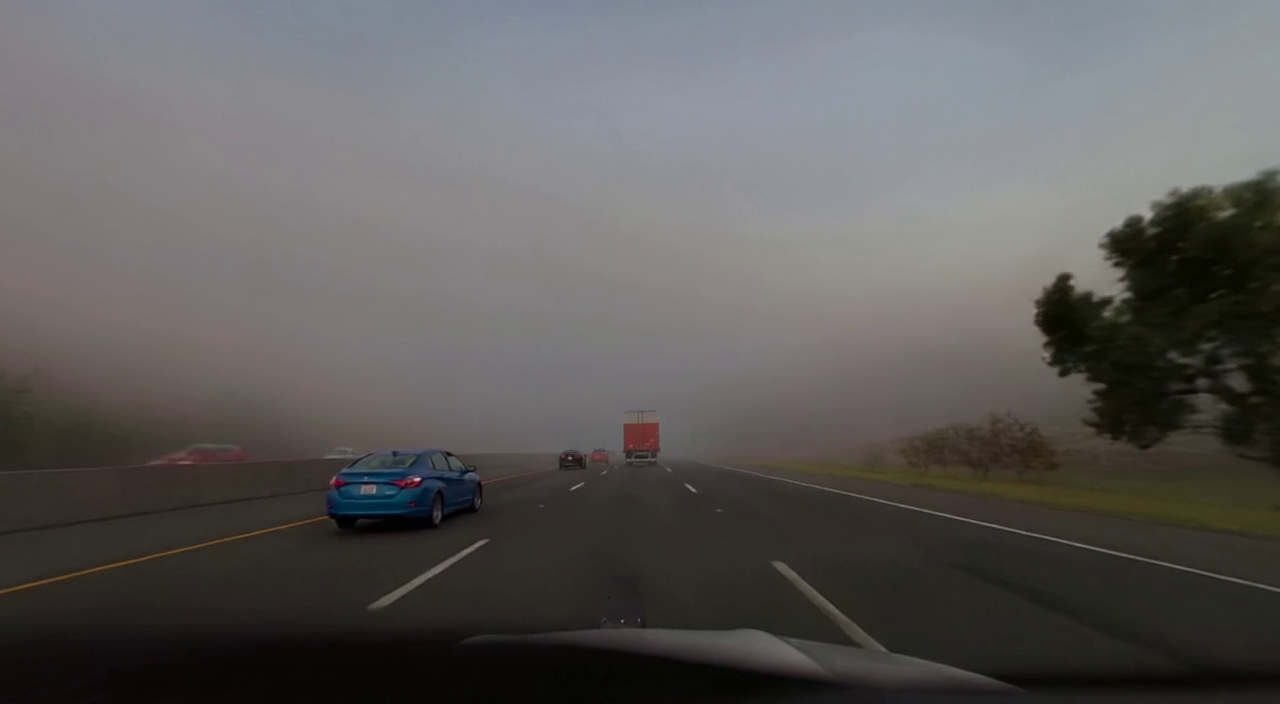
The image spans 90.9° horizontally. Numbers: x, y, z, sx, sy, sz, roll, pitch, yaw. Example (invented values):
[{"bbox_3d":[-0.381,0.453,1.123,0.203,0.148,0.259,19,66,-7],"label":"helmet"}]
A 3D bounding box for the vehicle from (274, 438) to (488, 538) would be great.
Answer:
[{"bbox_3d":[-4.384,2.358,11.603,2.010,1.461,4.391,0,-9,1],"label":"vehicle"}]

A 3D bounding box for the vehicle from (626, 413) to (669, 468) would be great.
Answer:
[{"bbox_3d":[0.461,6.597,46.628,2.893,3.628,9.081,0,-9,0],"label":"vehicle"}]

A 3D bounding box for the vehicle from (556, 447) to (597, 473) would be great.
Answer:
[{"bbox_3d":[-3.768,6.494,38.143,1.981,1.435,4.199,0,-9,1],"label":"vehicle"}]
